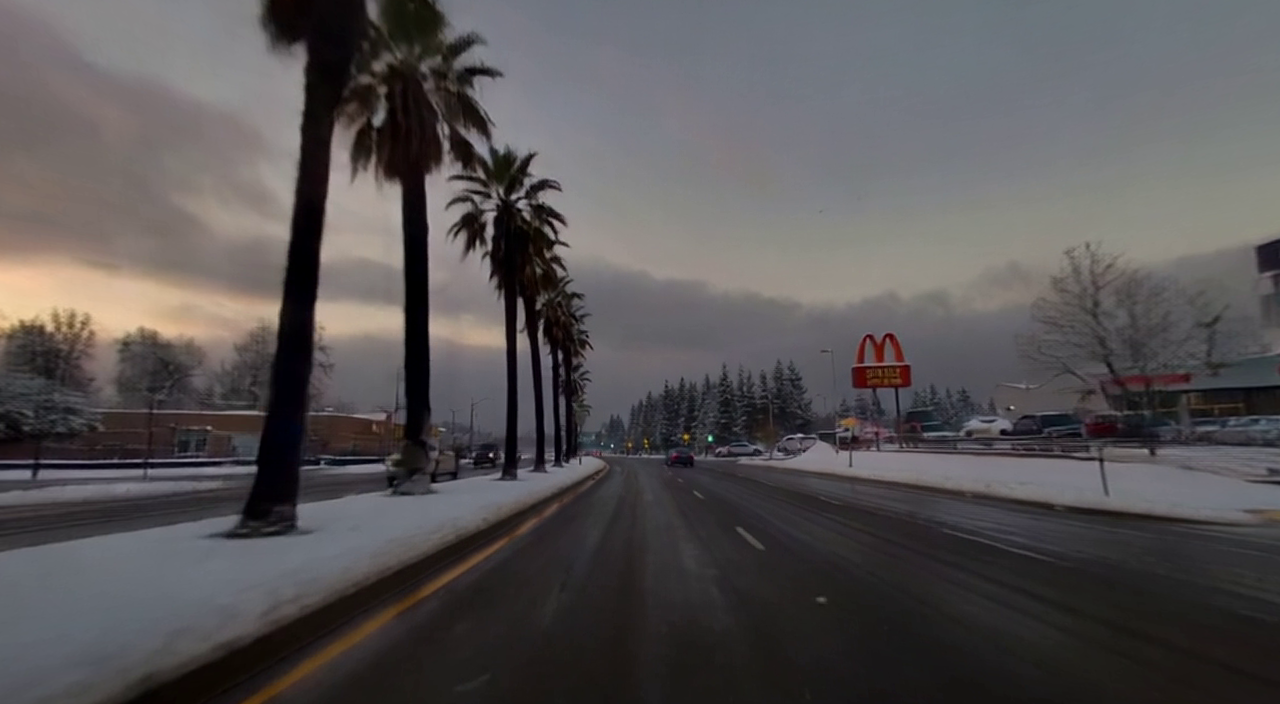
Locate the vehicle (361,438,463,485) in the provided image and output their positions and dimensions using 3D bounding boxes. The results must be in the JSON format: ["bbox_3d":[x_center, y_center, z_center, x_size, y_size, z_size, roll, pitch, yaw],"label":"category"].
[{"bbox_3d":[-9.210,4.452,26.044,2.361,1.733,5.099,0,-8,-1],"label":"vehicle"}]

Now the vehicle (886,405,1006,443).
[{"bbox_3d":[18.003,4.304,37.282,5.817,1.906,2.230,-1,-12,0],"label":"vehicle"}]

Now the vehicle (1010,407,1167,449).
[{"bbox_3d":[18.417,3.174,26.118,4.649,1.662,2.349,0,-8,1],"label":"vehicle"}]
